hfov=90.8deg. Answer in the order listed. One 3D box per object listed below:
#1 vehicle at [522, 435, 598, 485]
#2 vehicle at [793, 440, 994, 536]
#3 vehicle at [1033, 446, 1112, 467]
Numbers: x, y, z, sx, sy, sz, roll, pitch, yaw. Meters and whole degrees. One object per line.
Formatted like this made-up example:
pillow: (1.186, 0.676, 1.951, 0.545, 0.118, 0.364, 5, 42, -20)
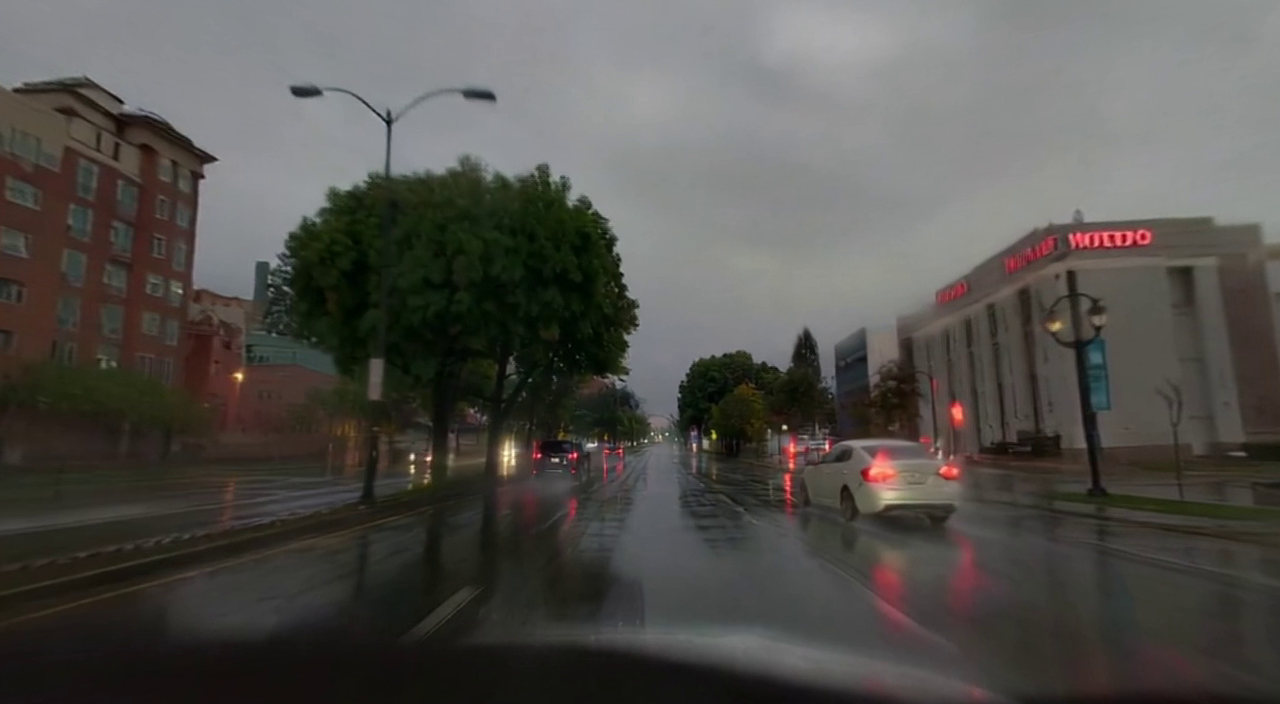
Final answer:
vehicle: (-3.112, 4.346, 25.747, 2.305, 1.833, 4.912, 0, -9, 2)
vehicle: (4.500, 2.453, 12.112, 1.960, 1.471, 4.378, 0, -9, -1)
vehicle: (31.700, 7.700, 46.395, 4.274, 1.448, 2.050, 0, -9, 1)
